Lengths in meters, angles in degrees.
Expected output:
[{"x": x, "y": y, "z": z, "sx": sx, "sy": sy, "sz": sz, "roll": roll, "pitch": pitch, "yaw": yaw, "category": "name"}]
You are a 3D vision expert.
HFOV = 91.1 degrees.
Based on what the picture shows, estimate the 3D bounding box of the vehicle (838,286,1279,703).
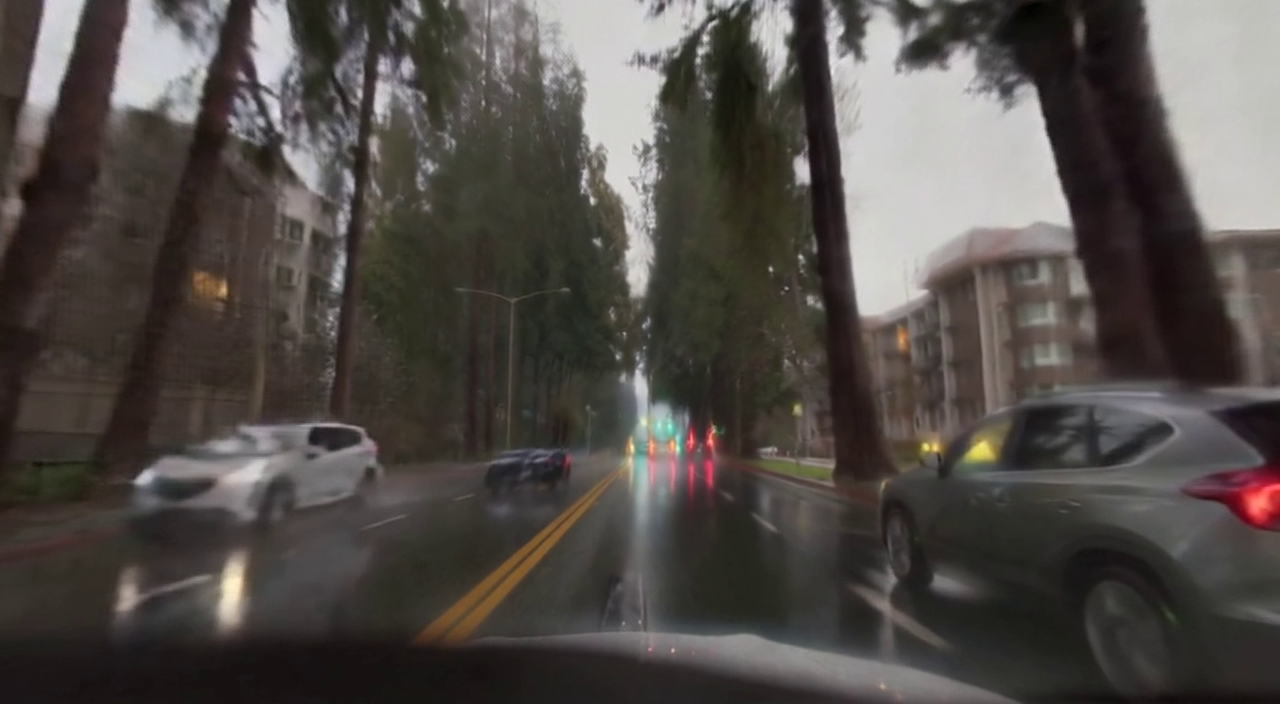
[{"x": 3.347, "y": 1.039, "z": 4.420, "sx": 2.219, "sy": 1.881, "sz": 5.104, "roll": 0, "pitch": -8, "yaw": 0, "category": "vehicle"}]

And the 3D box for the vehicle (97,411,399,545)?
[{"x": -6.324, "y": 2.067, "z": 11.051, "sx": 2.217, "sy": 1.824, "sz": 4.671, "roll": 0, "pitch": -8, "yaw": 1, "category": "vehicle"}]

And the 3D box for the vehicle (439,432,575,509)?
[{"x": -2.946, "y": 2.739, "z": 15.132, "sx": 2.151, "sy": 1.540, "sz": 4.673, "roll": 0, "pitch": -8, "yaw": 1, "category": "vehicle"}]

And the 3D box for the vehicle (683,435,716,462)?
[{"x": 4.182, "y": 6.892, "z": 44.888, "sx": 2.069, "sy": 1.791, "sz": 4.422, "roll": 0, "pitch": -8, "yaw": 2, "category": "vehicle"}]
